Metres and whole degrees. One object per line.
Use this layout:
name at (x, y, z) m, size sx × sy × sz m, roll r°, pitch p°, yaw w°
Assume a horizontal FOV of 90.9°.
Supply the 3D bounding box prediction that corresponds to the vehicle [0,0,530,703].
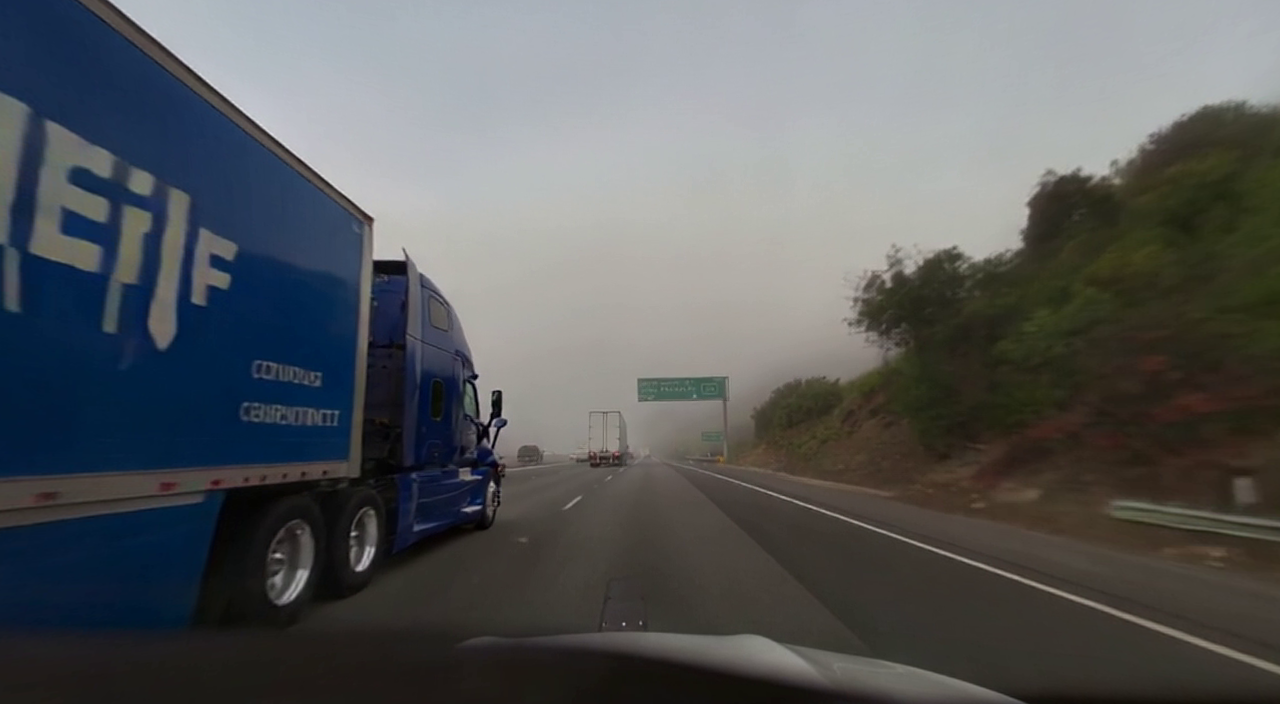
vehicle at (-3.214, 0.252, 5.968) m, size 2.958 × 4.002 × 7.575 m, roll 0°, pitch -8°, yaw 0°
